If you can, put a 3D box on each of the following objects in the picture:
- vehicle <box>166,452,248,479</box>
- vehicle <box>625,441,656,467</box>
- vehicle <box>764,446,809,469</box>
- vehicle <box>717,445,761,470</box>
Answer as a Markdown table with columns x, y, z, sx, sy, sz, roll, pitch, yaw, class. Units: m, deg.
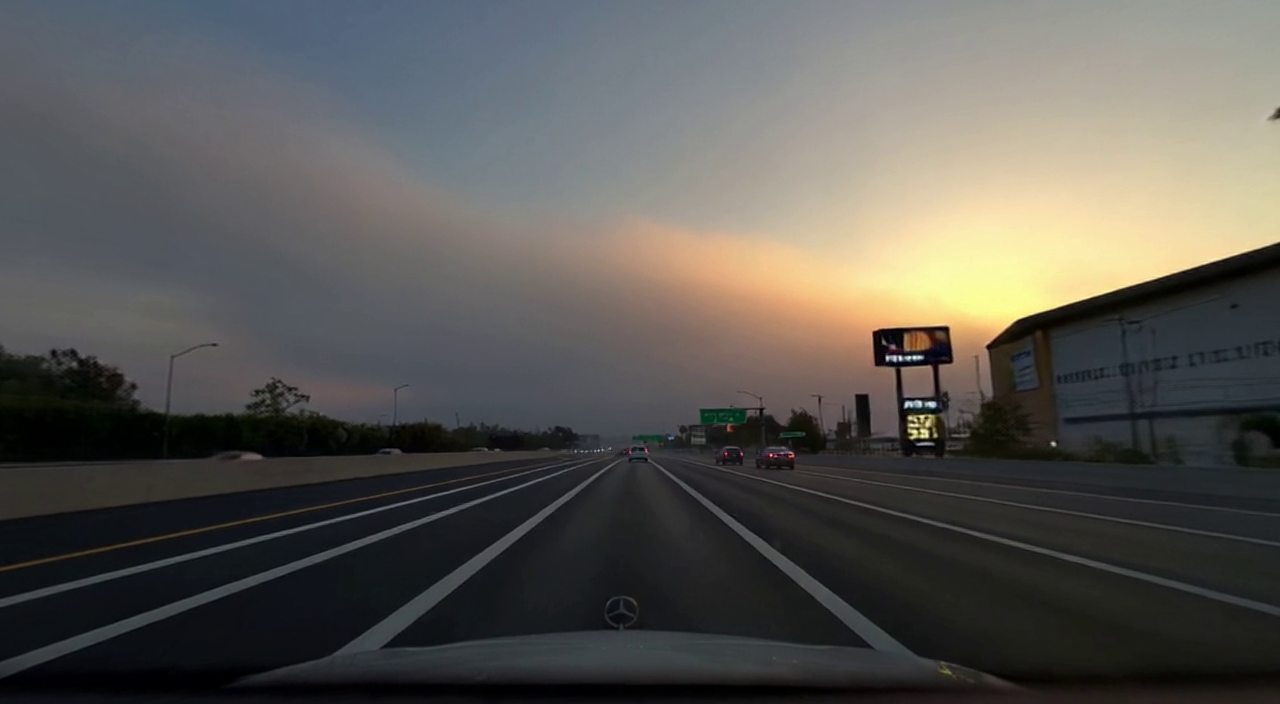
| x | y | z | sx | sy | sz | roll | pitch | yaw | class |
| --- | --- | --- | --- | --- | --- | --- | --- | --- | --- |
| -25.483 | 6.680 | 37.413 | 1.735 | 1.385 | 4.495 | 0 | -8 | -1 | vehicle |
| -0.031 | 7.518 | 46.548 | 2.154 | 1.786 | 5.045 | 0 | -8 | -2 | vehicle |
| 10.152 | 7.333 | 44.094 | 1.953 | 1.473 | 4.512 | 0 | -8 | -2 | vehicle |
| 6.284 | 6.751 | 40.529 | 1.976 | 1.477 | 4.448 | 0 | -9 | -2 | vehicle |
